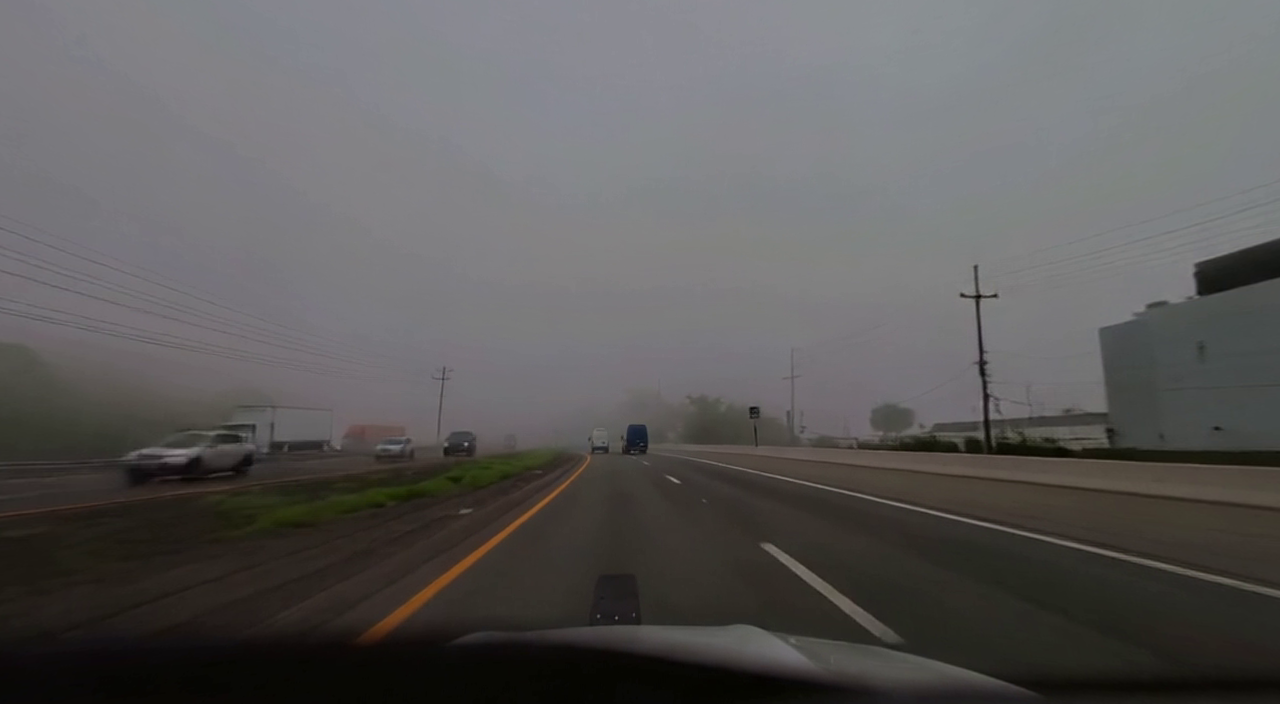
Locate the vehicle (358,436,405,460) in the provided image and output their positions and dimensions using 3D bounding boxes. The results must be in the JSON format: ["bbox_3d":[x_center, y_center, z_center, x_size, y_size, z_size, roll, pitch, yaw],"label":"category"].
[{"bbox_3d":[-16.890,6.271,41.305,1.680,1.485,3.530,0,-8,-3],"label":"vehicle"}]

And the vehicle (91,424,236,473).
[{"bbox_3d":[-15.698,3.202,21.045,1.738,1.465,3.999,-1,-8,-1],"label":"vehicle"}]

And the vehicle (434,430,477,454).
[{"bbox_3d":[-13.345,6.538,45.695,2.009,1.574,4.419,0,-8,-3],"label":"vehicle"}]
